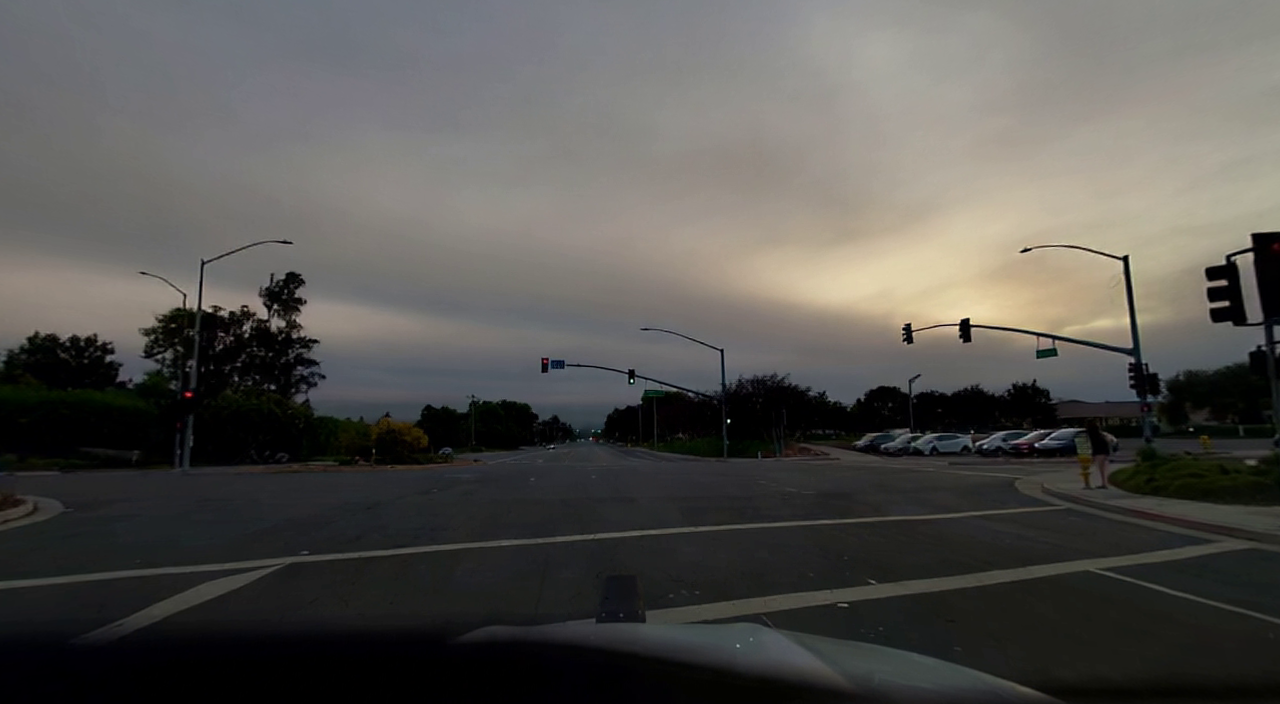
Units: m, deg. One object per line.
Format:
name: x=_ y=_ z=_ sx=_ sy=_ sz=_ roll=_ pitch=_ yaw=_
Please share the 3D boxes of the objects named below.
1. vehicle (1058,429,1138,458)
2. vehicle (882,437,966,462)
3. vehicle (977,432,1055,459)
vehicle: x=36.097 y=7.205 z=49.735 sx=6.148 sy=2.119 sz=2.473 roll=4 pitch=-10 yaw=-28
vehicle: x=18.707 y=6.425 z=41.620 sx=5.234 sy=1.549 sz=1.982 roll=4 pitch=-9 yaw=-24
vehicle: x=26.955 y=6.729 z=45.262 sx=5.032 sy=1.828 sz=2.183 roll=4 pitch=-9 yaw=-24
